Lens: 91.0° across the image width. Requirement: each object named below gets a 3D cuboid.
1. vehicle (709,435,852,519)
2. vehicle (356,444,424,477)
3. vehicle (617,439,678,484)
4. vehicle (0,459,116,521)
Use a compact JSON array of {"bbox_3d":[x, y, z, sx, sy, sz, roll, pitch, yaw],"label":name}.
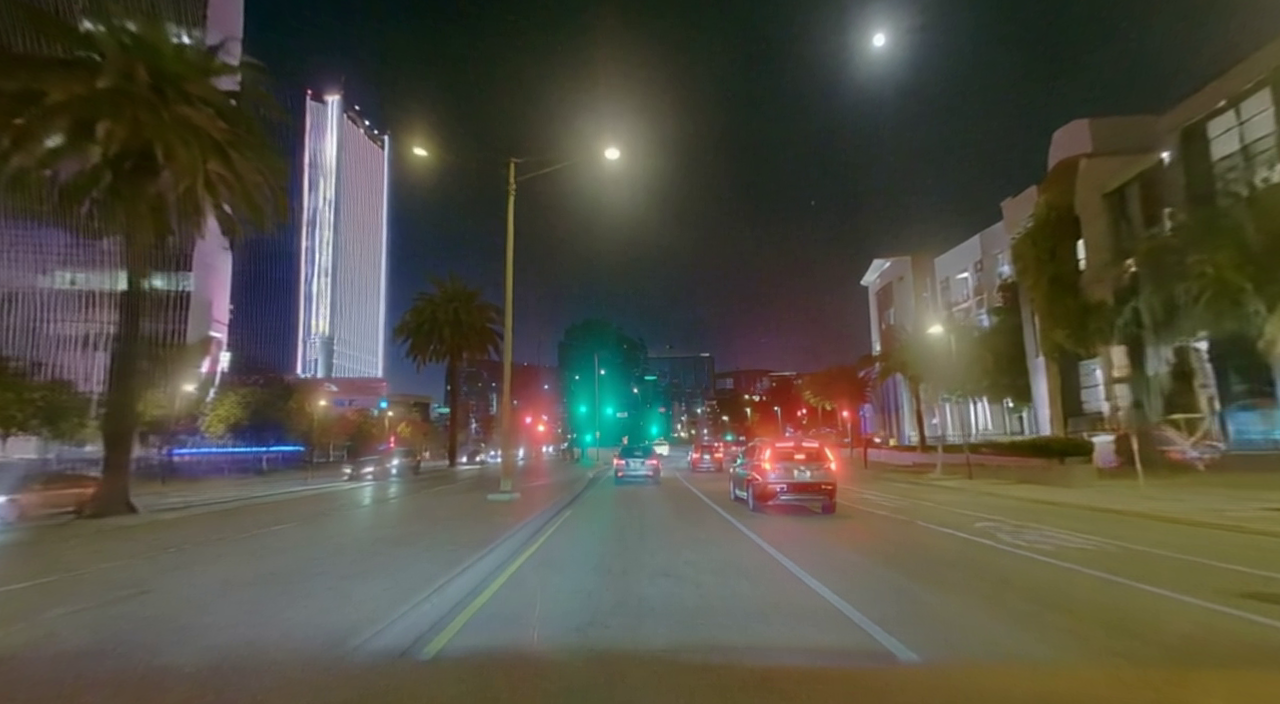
[{"bbox_3d":[2.843,2.651,14.037,2.051,1.509,4.933,0,-8,0],"label":"vehicle"},{"bbox_3d":[-15.461,6.698,39.266,2.048,1.830,5.136,-1,-8,1],"label":"vehicle"},{"bbox_3d":[0.335,3.977,23.169,2.077,1.518,3.760,-1,-8,2],"label":"vehicle"},{"bbox_3d":[-18.198,4.018,18.618,1.887,1.569,4.014,0,-8,0],"label":"vehicle"}]
